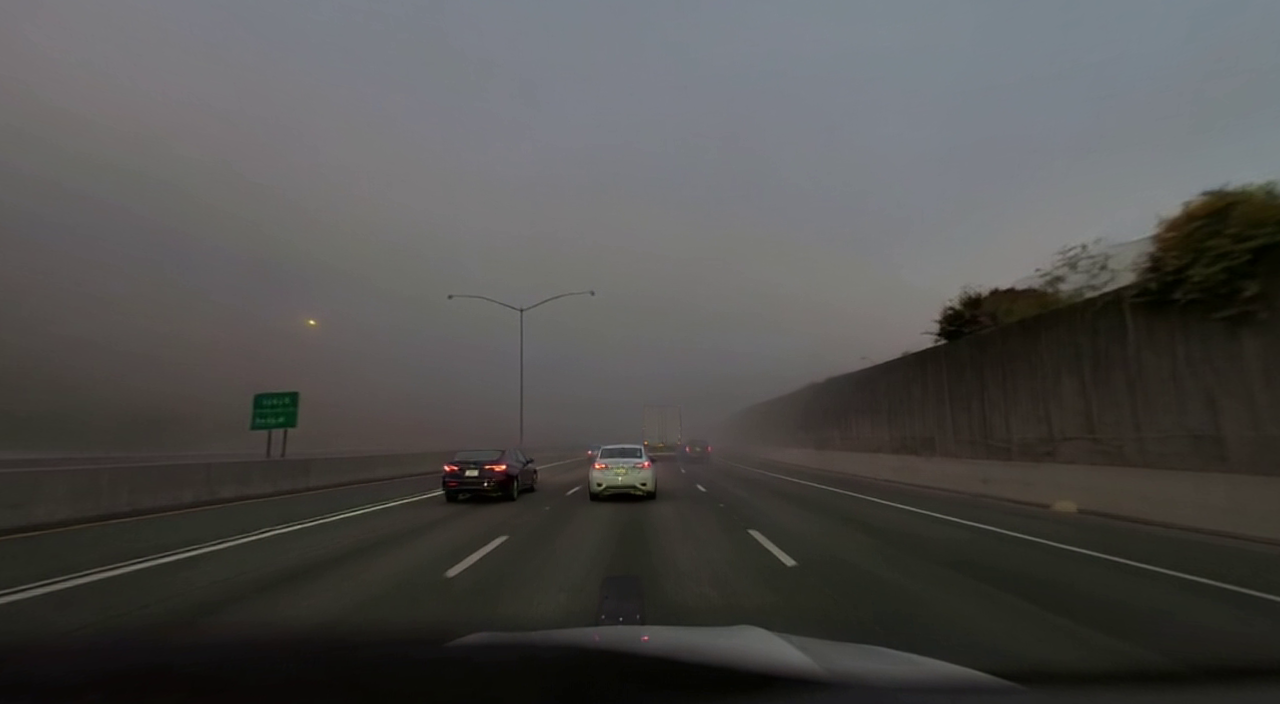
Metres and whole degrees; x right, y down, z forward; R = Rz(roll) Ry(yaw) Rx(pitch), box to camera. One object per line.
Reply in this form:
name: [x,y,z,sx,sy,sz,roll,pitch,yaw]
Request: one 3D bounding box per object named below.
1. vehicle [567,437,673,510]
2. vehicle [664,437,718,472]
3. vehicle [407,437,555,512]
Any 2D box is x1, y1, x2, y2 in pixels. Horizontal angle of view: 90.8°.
vehicle: [-0.361,2.770,14.814,2.136,1.470,3.971,-1,-9,1]
vehicle: [2.567,5.319,32.935,2.166,1.666,4.618,0,-9,-3]
vehicle: [-3.514,2.832,15.140,2.130,1.474,5.027,-1,-9,2]
